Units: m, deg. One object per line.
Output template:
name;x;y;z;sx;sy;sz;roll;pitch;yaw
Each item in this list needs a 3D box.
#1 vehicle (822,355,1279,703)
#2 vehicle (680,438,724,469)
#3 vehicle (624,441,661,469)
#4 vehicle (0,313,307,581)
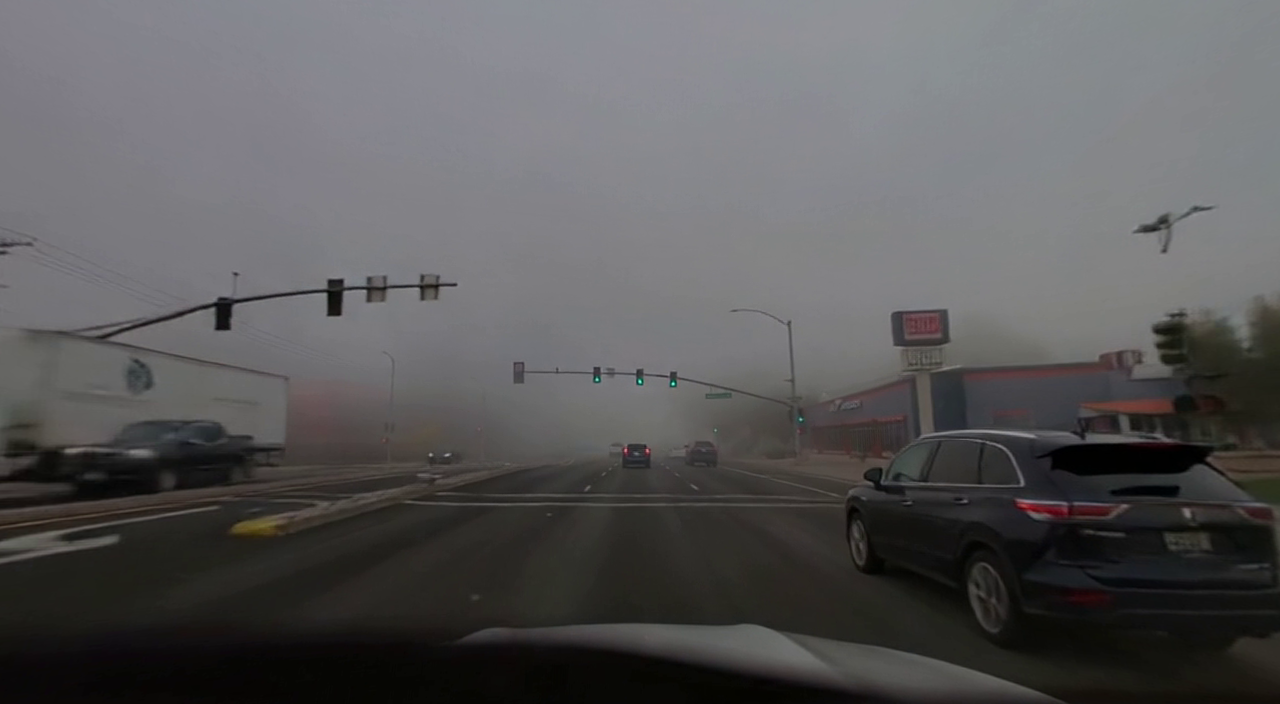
vehicle;3.041;1.170;4.778;1.969;1.682;4.387;0;-9;0
vehicle;3.525;5.929;36.907;2.085;1.668;4.077;0;-9;-1
vehicle;0.084;6.000;36.909;2.023;1.532;3.891;0;-9;-2
vehicle;-7.258;1.297;8.846;2.334;2.525;5.893;0;-9;-5
